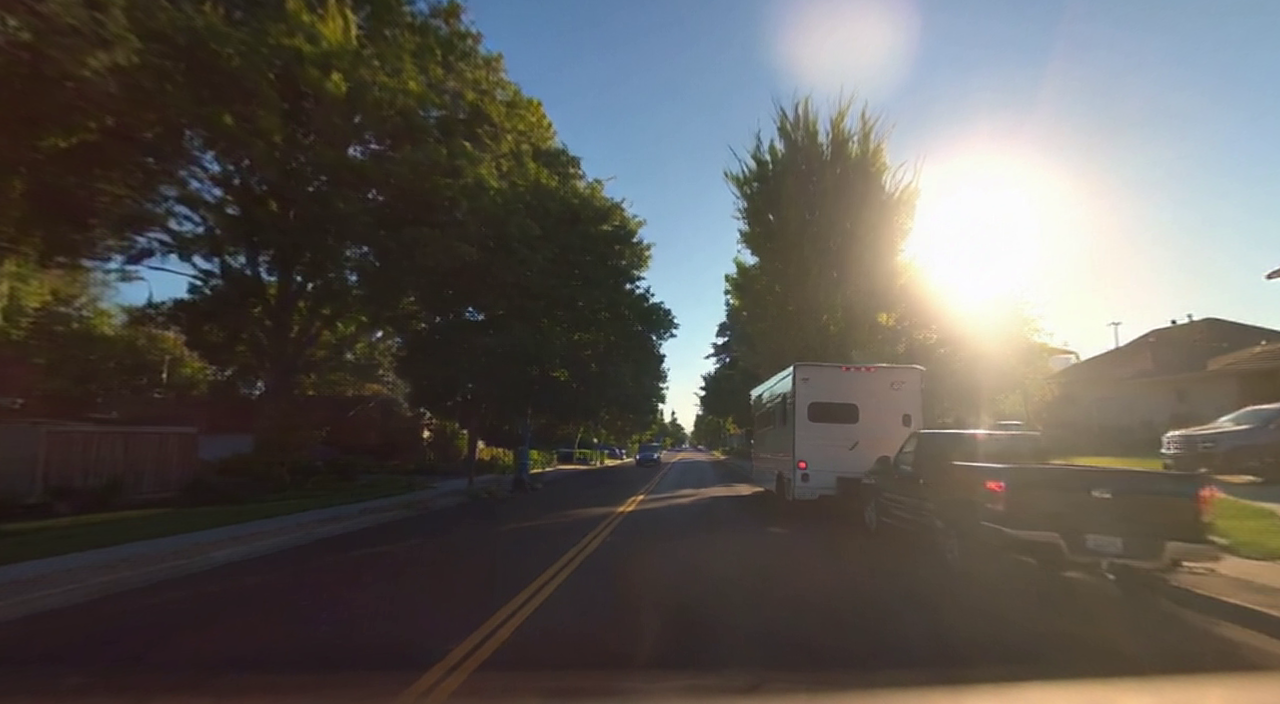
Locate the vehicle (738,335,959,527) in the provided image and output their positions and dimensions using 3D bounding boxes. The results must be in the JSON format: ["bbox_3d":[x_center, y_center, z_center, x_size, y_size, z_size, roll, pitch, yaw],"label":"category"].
[{"bbox_3d":[4.604,2.187,16.950,3.052,3.440,11.052,-1,-8,5],"label":"vehicle"}]

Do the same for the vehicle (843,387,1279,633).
[{"bbox_3d":[3.904,1.502,7.038,1.980,1.782,4.627,-1,-8,4],"label":"vehicle"}]

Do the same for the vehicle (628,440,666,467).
[{"bbox_3d":[0.563,7.005,43.662,2.194,1.763,4.288,-1,-8,7],"label":"vehicle"}]
